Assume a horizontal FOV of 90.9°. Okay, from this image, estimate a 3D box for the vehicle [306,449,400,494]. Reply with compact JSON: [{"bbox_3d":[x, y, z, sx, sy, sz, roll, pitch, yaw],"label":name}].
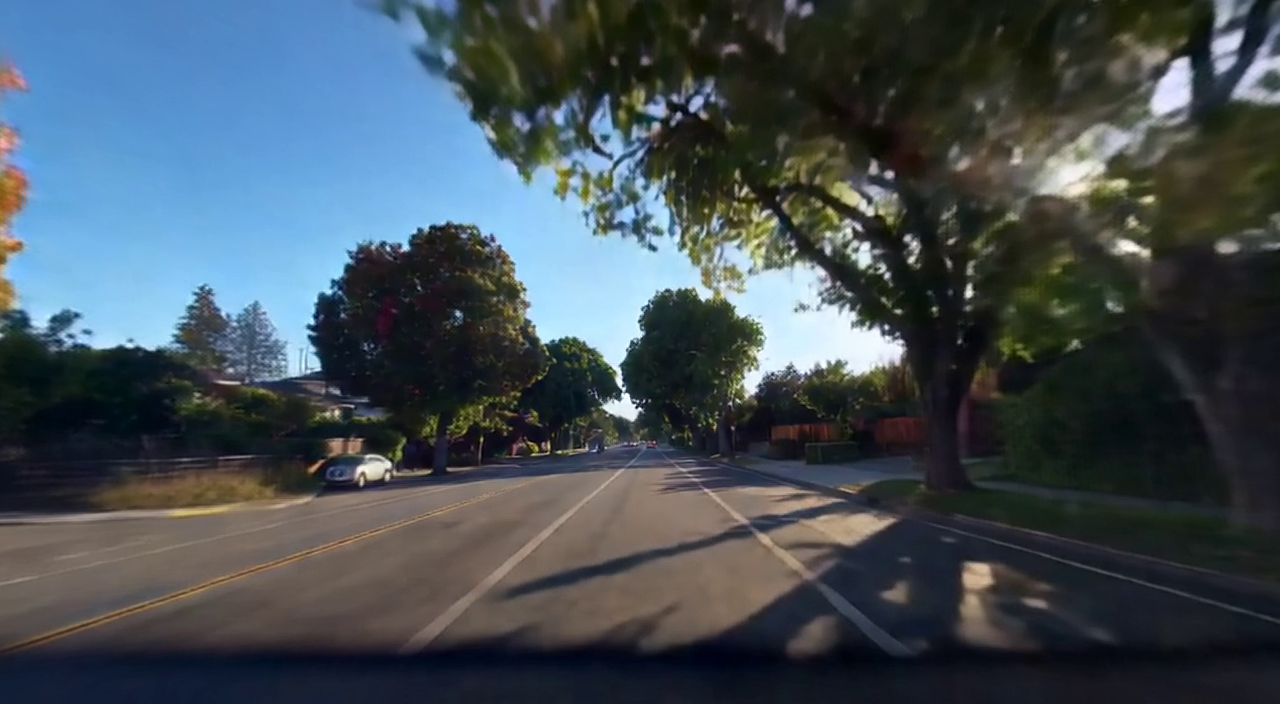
[{"bbox_3d":[-12.407,5.158,27.638,1.921,1.611,4.713,-4,-8,1],"label":"vehicle"}]
